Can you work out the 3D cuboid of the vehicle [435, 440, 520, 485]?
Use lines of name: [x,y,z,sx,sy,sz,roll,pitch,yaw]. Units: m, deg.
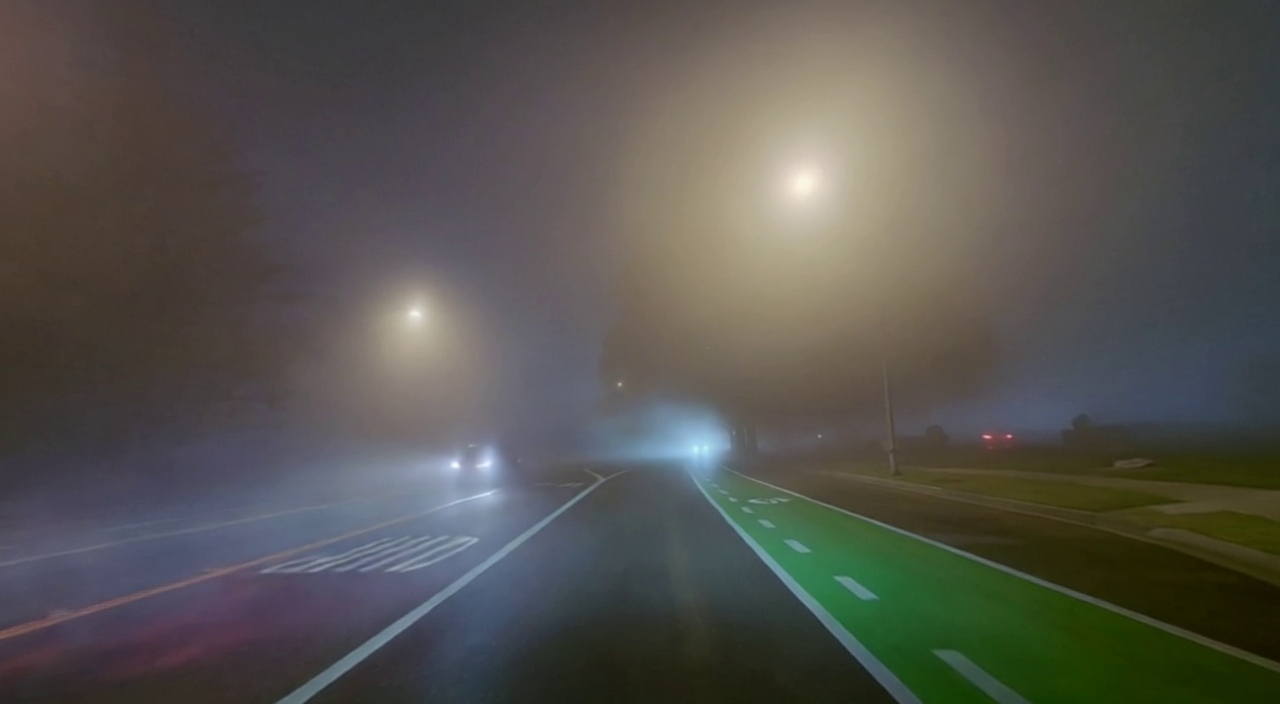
vehicle: [-6.749,4.631,26.841,2.065,1.744,4.566,-1,-9,5]
